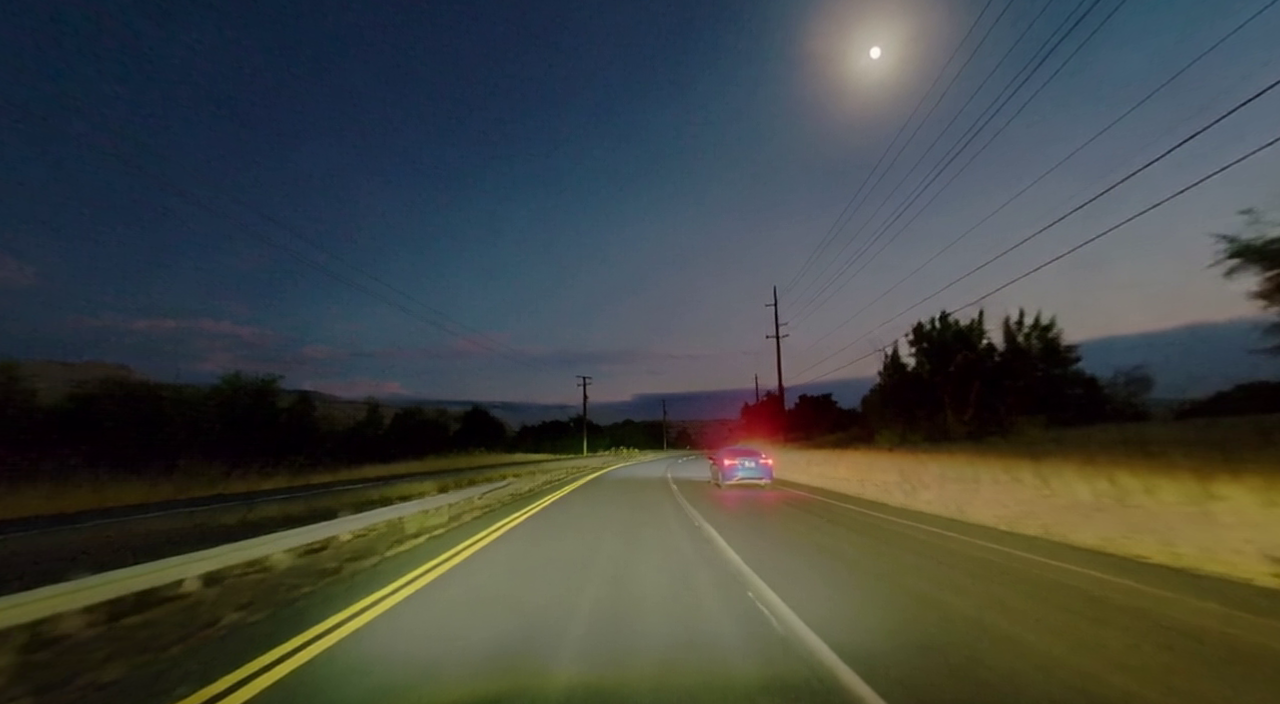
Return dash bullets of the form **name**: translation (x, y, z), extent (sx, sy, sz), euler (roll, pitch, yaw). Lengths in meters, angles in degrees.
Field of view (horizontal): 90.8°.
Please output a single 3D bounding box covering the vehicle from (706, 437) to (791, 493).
- **vehicle**: translation (3.523, 3.769, 21.362), extent (2.135, 1.692, 4.185), euler (0, -9, 0)
